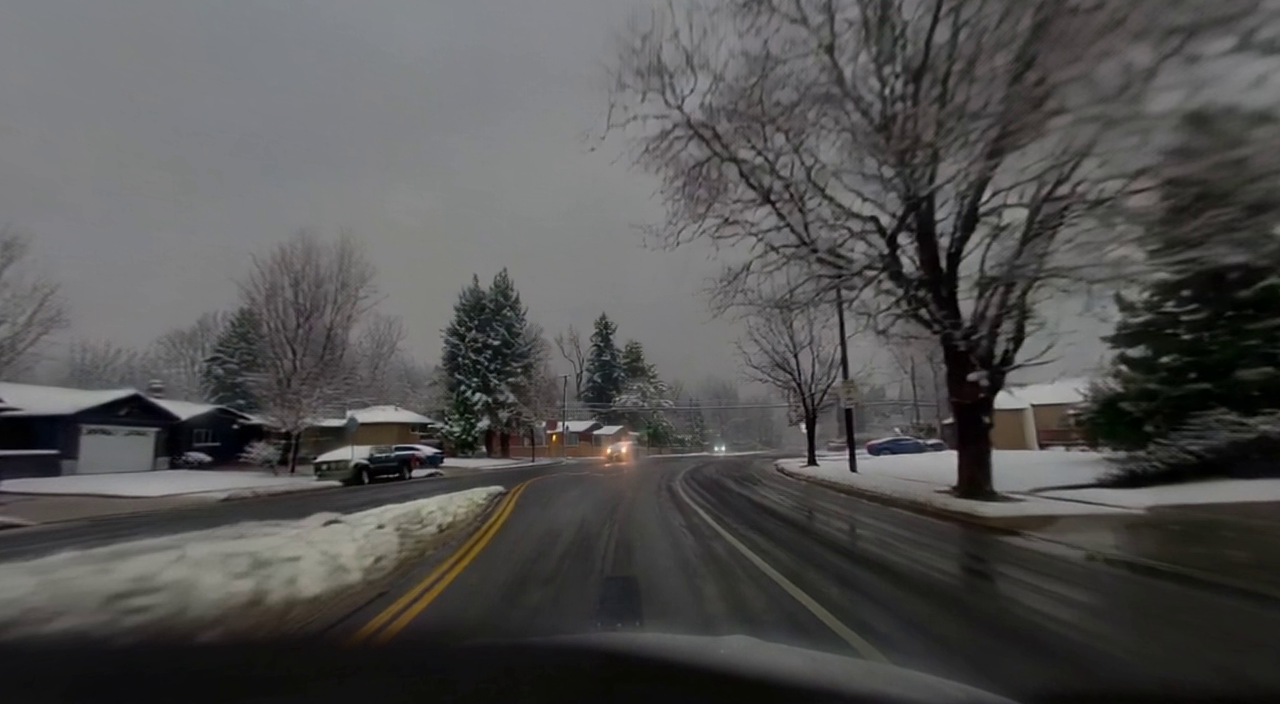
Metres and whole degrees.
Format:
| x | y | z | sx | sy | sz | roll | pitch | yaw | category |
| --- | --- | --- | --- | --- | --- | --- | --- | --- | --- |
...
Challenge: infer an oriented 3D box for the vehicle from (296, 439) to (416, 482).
| x | y | z | sx | sy | sz | roll | pitch | yaw | category |
| --- | --- | --- | --- | --- | --- | --- | --- | --- | --- |
| -14.359 | 5.516 | 32.631 | 2.418 | 1.969 | 6.615 | -1 | -9 | 8 | vehicle |

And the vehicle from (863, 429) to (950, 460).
| x | y | z | sx | sy | sz | roll | pitch | yaw | category |
| --- | --- | --- | --- | --- | --- | --- | --- | --- | --- |
| 17.894 | 6.263 | 42.648 | 5.073 | 1.729 | 2.161 | -6 | -10 | 17 | vehicle |
